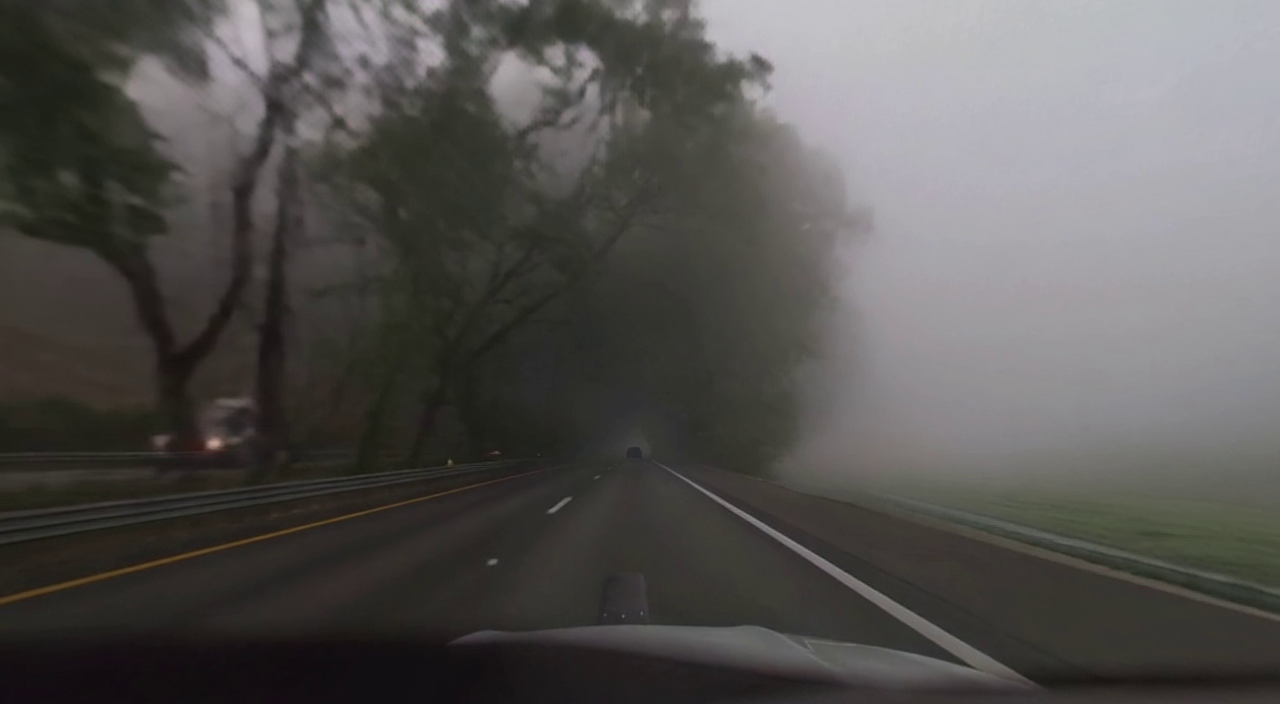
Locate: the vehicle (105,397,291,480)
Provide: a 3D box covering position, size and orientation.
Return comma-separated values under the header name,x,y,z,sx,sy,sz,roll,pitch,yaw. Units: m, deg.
name,x,y,z,sx,sy,sz,roll,pitch,yaw
vehicle,-16.269,3.320,23.861,2.441,2.701,6.215,0,-9,0
